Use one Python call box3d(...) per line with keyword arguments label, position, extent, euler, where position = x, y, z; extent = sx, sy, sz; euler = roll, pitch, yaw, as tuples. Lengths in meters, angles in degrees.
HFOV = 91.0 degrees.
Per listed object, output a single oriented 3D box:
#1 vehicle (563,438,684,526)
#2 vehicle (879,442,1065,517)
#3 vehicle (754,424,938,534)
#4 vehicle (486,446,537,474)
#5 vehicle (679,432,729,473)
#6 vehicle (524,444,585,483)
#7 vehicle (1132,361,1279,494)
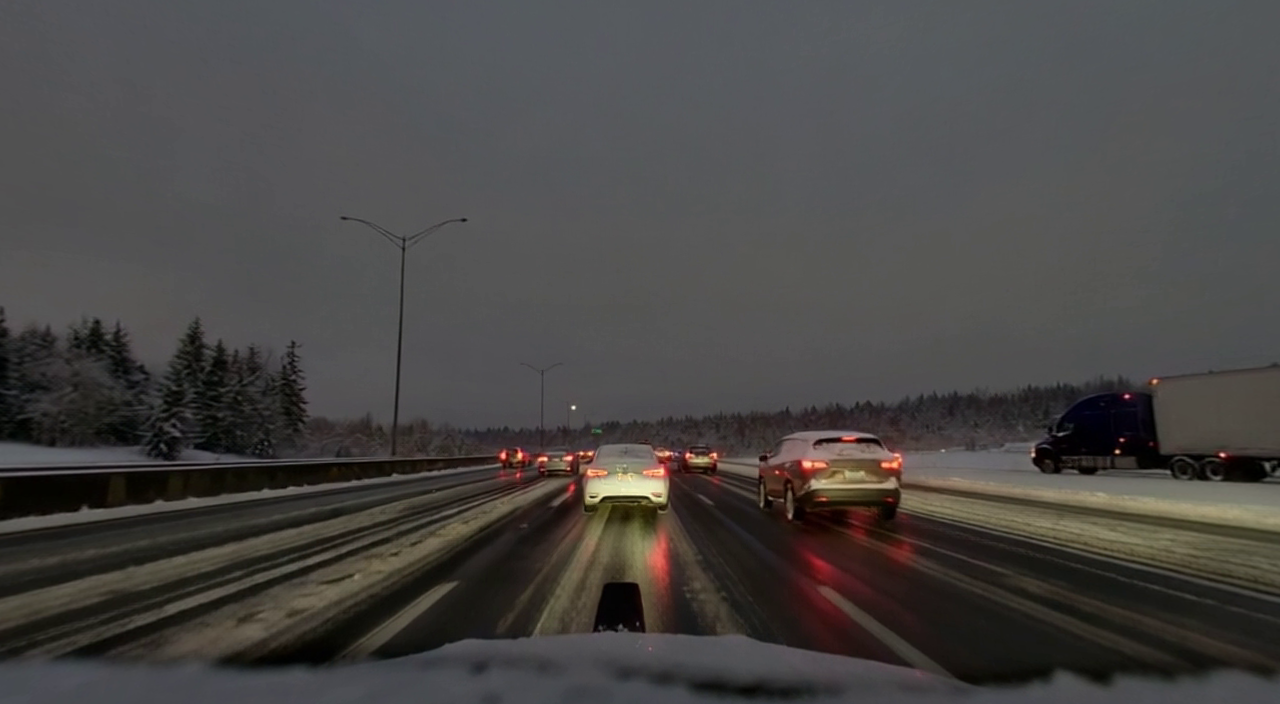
box3d(label="vehicle", position=(-0.260, 2.598, 13.122), extent=(2.132, 1.499, 4.038), euler=(0, -9, 1))
box3d(label="vehicle", position=(7.618, 2.937, 15.084), extent=(2.021, 1.505, 4.480), euler=(0, -9, 0))
box3d(label="vehicle", position=(3.543, 2.267, 11.804), extent=(2.053, 1.666, 4.106), euler=(0, -9, 0))
box3d(label="vehicle", position=(-7.786, 6.606, 38.740), extent=(2.032, 1.549, 4.850), euler=(0, -9, 1))
box3d(label="vehicle", position=(3.809, 6.158, 38.576), extent=(2.440, 2.313, 5.266), euler=(0, -9, 0))
box3d(label="vehicle", position=(-3.630, 4.836, 27.510), extent=(1.926, 1.542, 4.329), euler=(0, -9, 1))
box3d(label="vehicle", position=(21.374, 2.285, 19.138), extent=(2.970, 4.079, 10.086), euler=(3, -9, -14))
